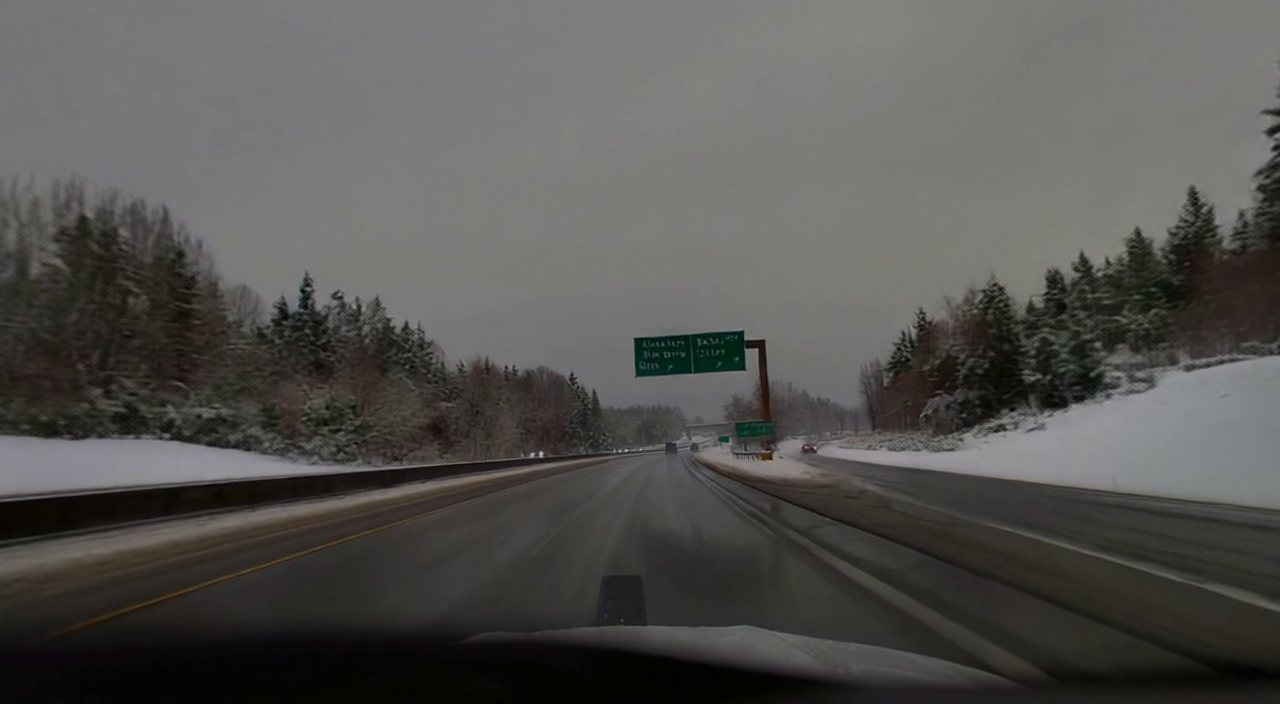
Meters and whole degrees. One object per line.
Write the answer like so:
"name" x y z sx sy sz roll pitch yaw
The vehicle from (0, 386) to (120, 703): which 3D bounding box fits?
"vehicle" -3.555 0.655 0.769 2.108 1.557 4.344 0 -9 0
